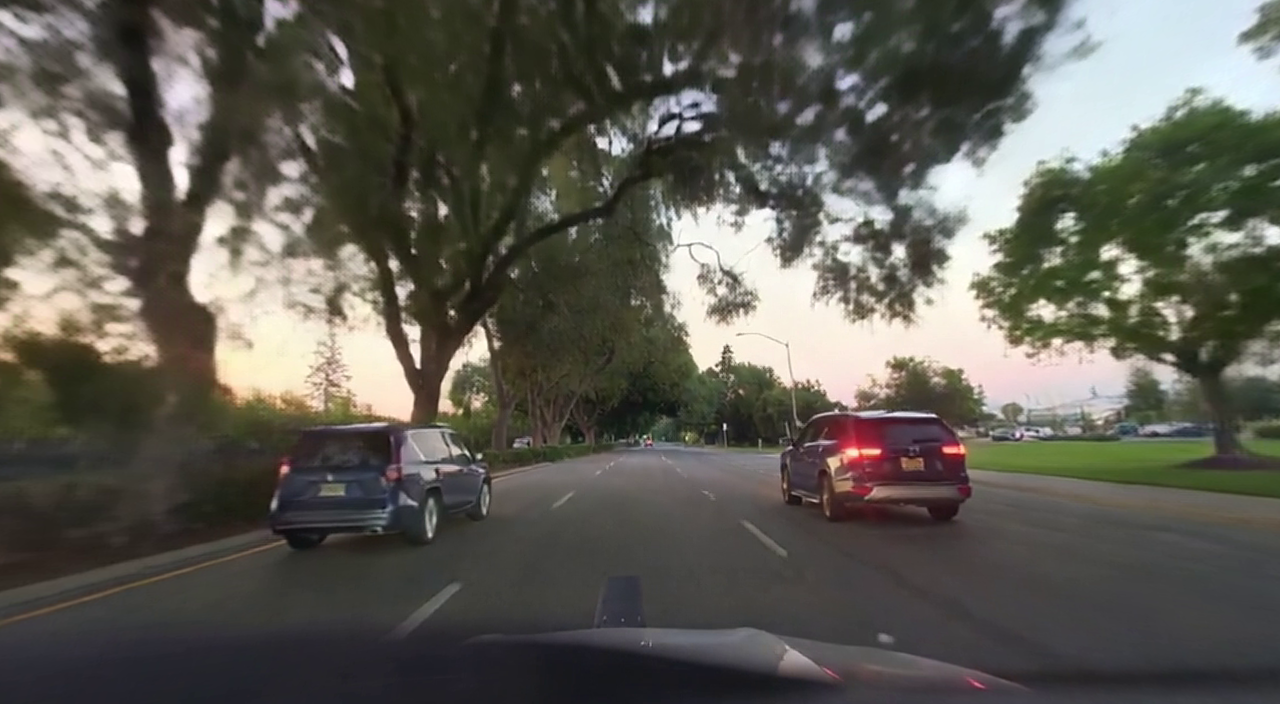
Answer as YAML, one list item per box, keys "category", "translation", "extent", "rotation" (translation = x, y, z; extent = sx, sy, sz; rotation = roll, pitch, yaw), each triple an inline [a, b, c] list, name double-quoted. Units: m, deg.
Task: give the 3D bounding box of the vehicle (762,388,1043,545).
- category: "vehicle"
  translation: [3.468, 1.624, 9.666]
  extent: [2.087, 1.759, 5.040]
  rotation: [0, -7, -1]

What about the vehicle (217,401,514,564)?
- category: "vehicle"
  translation: [-3.213, 1.599, 8.548]
  extent: [2.025, 1.635, 4.293]
  rotation: [0, -8, 1]
